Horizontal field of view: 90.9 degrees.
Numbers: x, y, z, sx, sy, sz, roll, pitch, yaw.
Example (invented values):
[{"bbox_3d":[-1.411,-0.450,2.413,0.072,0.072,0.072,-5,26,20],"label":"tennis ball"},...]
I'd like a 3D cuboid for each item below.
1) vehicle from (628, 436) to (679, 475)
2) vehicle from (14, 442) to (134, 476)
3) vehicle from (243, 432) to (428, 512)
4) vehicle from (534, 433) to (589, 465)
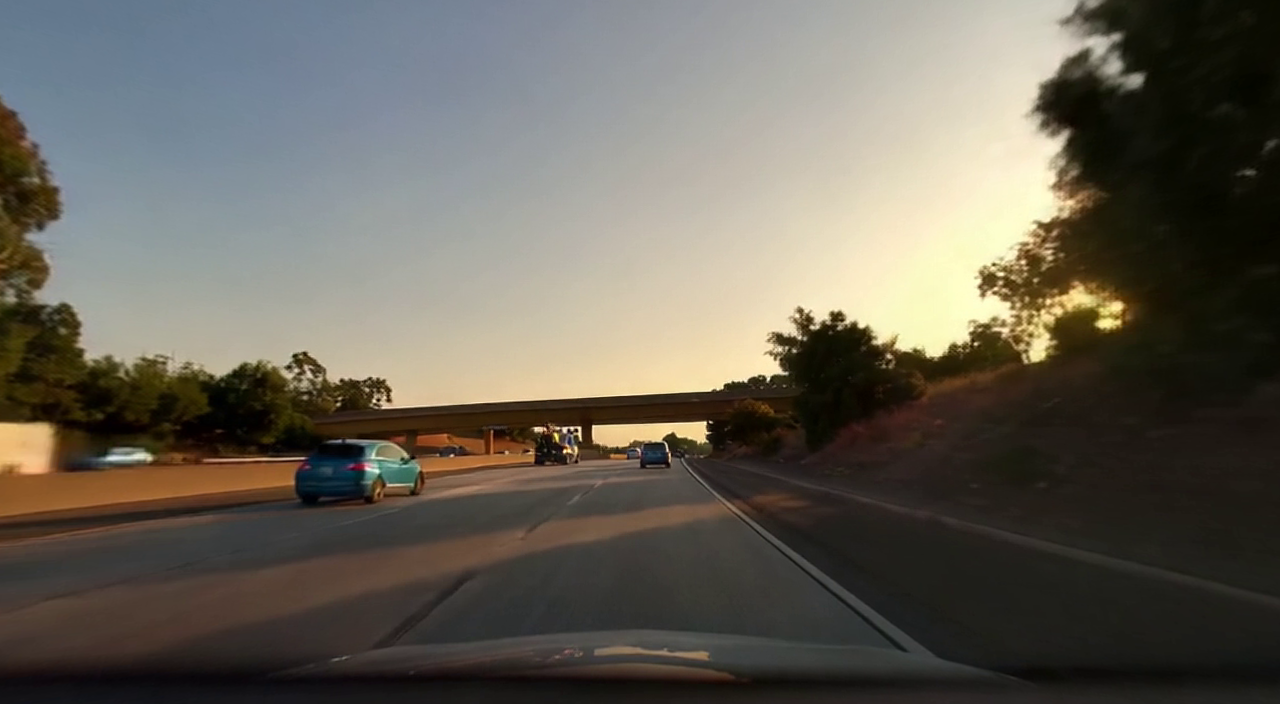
[{"bbox_3d":[0.685,5.029,30.832,2.336,1.722,4.212,0,-8,2],"label":"vehicle"},{"bbox_3d":[-31.537,5.960,35.369,2.012,1.767,4.957,-1,-8,2],"label":"vehicle"},{"bbox_3d":[-7.062,2.820,15.328,2.115,1.644,4.513,-1,-8,2],"label":"vehicle"},{"bbox_3d":[-5.756,7.282,47.467,2.827,2.236,7.057,-1,-8,3],"label":"vehicle"}]
